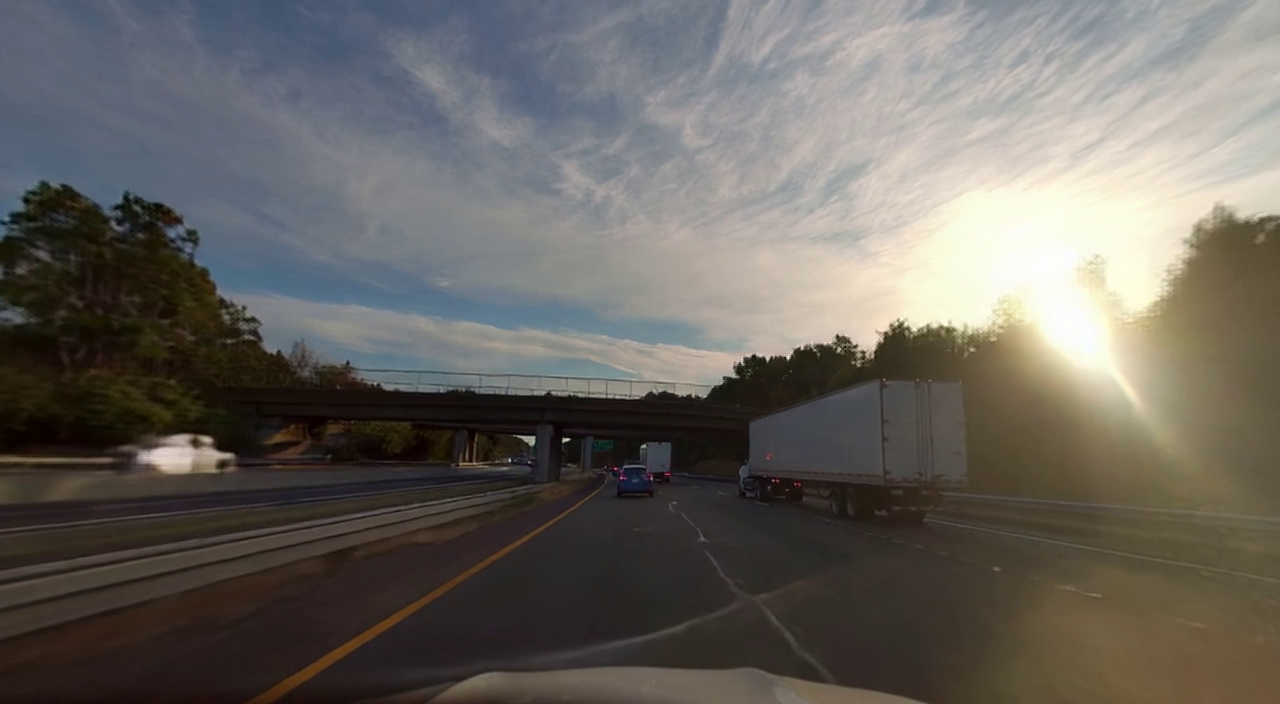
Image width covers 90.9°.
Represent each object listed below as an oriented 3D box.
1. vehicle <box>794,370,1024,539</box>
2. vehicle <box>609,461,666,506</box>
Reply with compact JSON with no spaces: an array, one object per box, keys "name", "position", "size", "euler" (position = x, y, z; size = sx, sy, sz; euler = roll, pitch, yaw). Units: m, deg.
[{"name":"vehicle","position":[6.922,2.984,18.032],"size":[2.839,3.684,8.091],"euler":[1,-11,-1]},{"name":"vehicle","position":[-0.094,5.116,24.704],"size":[2.067,1.552,3.601],"euler":[1,-11,-1]}]
